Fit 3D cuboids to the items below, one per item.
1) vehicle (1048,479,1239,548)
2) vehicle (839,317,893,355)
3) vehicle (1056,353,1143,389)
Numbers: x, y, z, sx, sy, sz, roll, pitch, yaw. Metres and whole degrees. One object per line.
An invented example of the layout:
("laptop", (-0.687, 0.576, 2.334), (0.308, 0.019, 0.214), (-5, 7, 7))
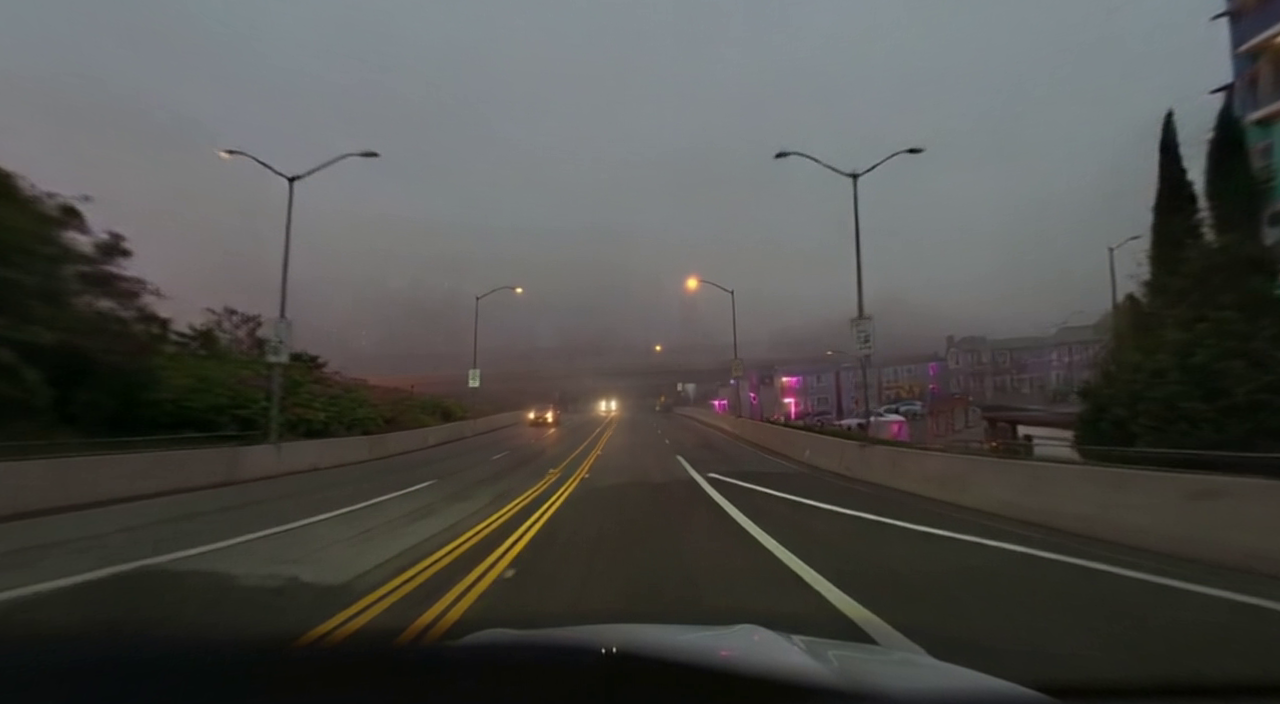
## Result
("vehicle", (13.815, 4.410, 17.678), (1.809, 1.497, 3.837), (-2, -10, -7))
("vehicle", (13.549, -0.896, 38.149), (1.779, 1.489, 3.734), (2, -11, -2))
("vehicle", (27.297, 1.131, 37.604), (3.698, 1.510, 1.672), (-4, -14, -2))
